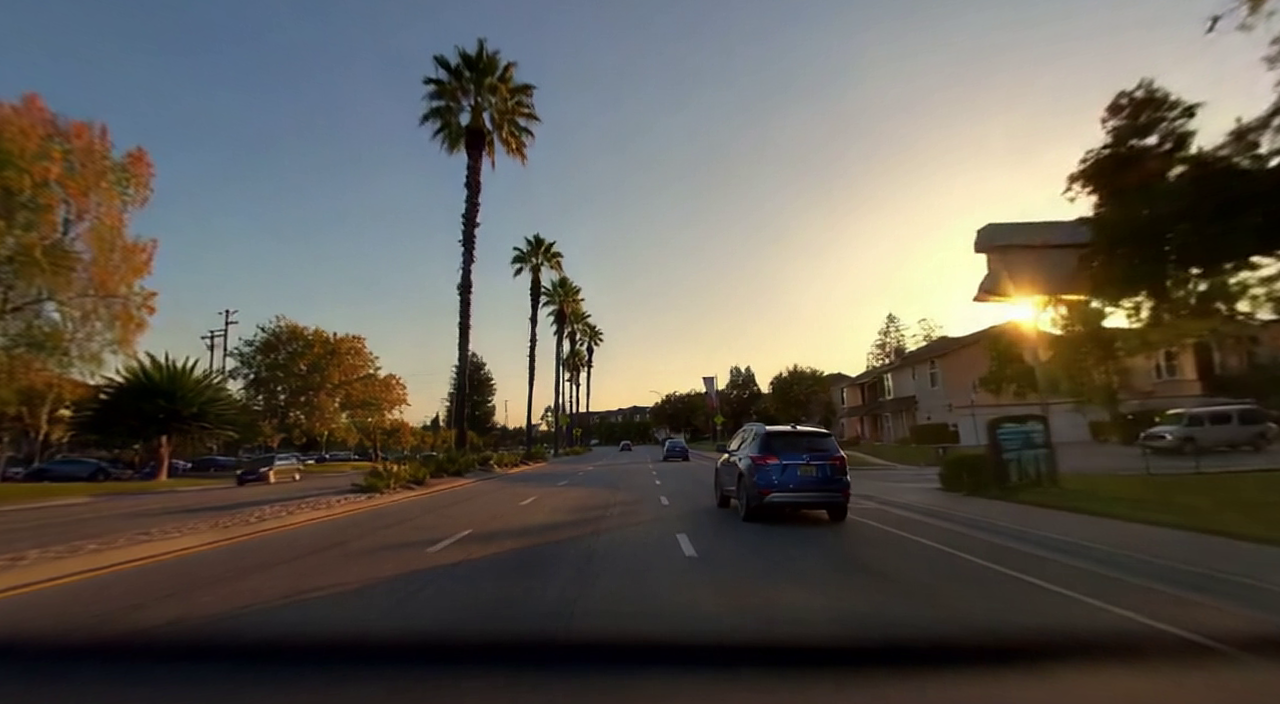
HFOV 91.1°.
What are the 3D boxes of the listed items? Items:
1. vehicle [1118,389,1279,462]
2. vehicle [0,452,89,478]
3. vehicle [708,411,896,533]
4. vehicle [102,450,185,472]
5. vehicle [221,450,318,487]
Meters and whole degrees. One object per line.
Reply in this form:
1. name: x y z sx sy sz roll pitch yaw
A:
1. vehicle: 28.263 3.814 31.837 2.811 3.303 6.565 0 -8 1
2. vehicle: -36.352 6.838 38.179 4.080 1.476 1.821 -1 -8 5
3. vehicle: 2.681 2.142 11.788 2.195 1.804 4.658 0 -8 -1
4. vehicle: -36.447 7.994 46.128 4.414 1.480 1.924 0 -8 1
5. vehicle: -16.218 5.105 27.813 2.018 1.438 4.448 1 -8 -7
